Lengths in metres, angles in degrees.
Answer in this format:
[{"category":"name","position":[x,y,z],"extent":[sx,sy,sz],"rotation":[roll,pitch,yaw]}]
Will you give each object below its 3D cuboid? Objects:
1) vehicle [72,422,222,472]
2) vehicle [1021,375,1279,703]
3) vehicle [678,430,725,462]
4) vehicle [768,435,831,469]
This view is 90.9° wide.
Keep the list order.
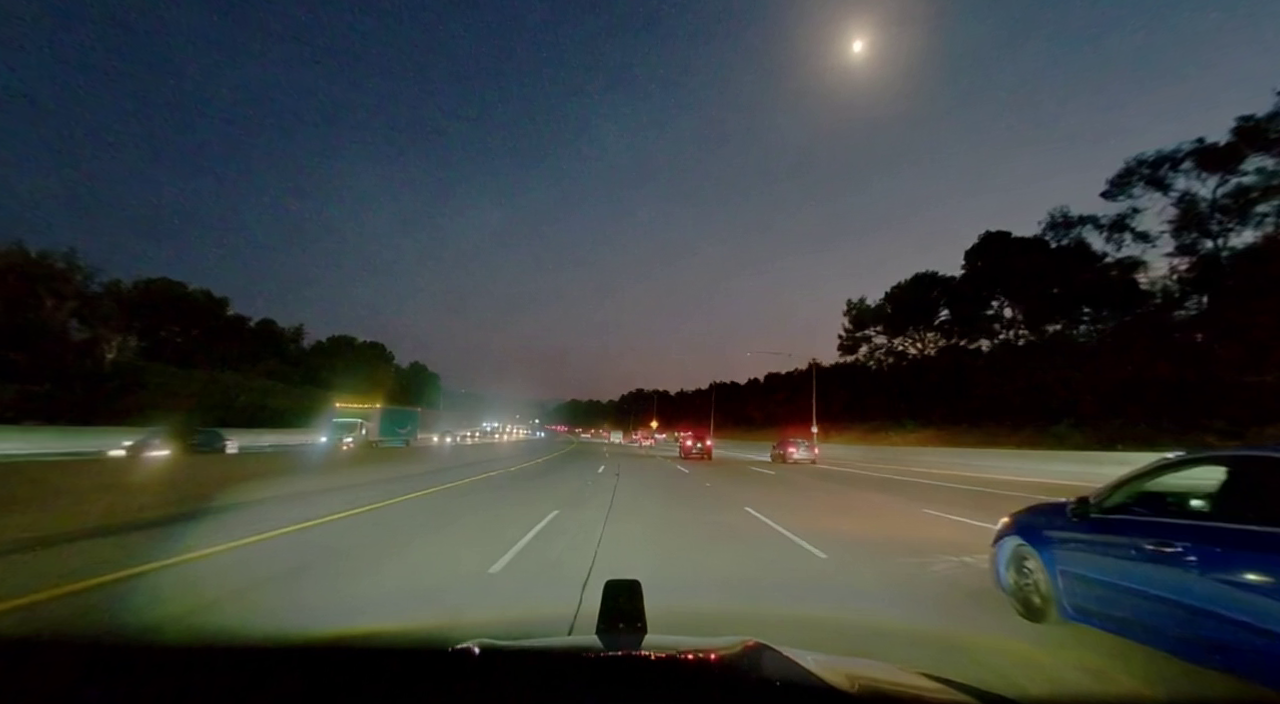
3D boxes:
[{"category":"vehicle","position":[-17.204,3.340,22.306],"extent":[1.994,1.597,4.074],"rotation":[0,-8,-1]},{"category":"vehicle","position":[3.848,0.872,2.616],"extent":[2.101,1.574,3.857],"rotation":[0,-8,0]},{"category":"vehicle","position":[3.571,5.580,37.436],"extent":[2.141,1.732,4.279],"rotation":[0,-8,-3]},{"category":"vehicle","position":[7.566,4.785,30.319],"extent":[1.798,1.473,4.077],"rotation":[0,-8,-2]}]
